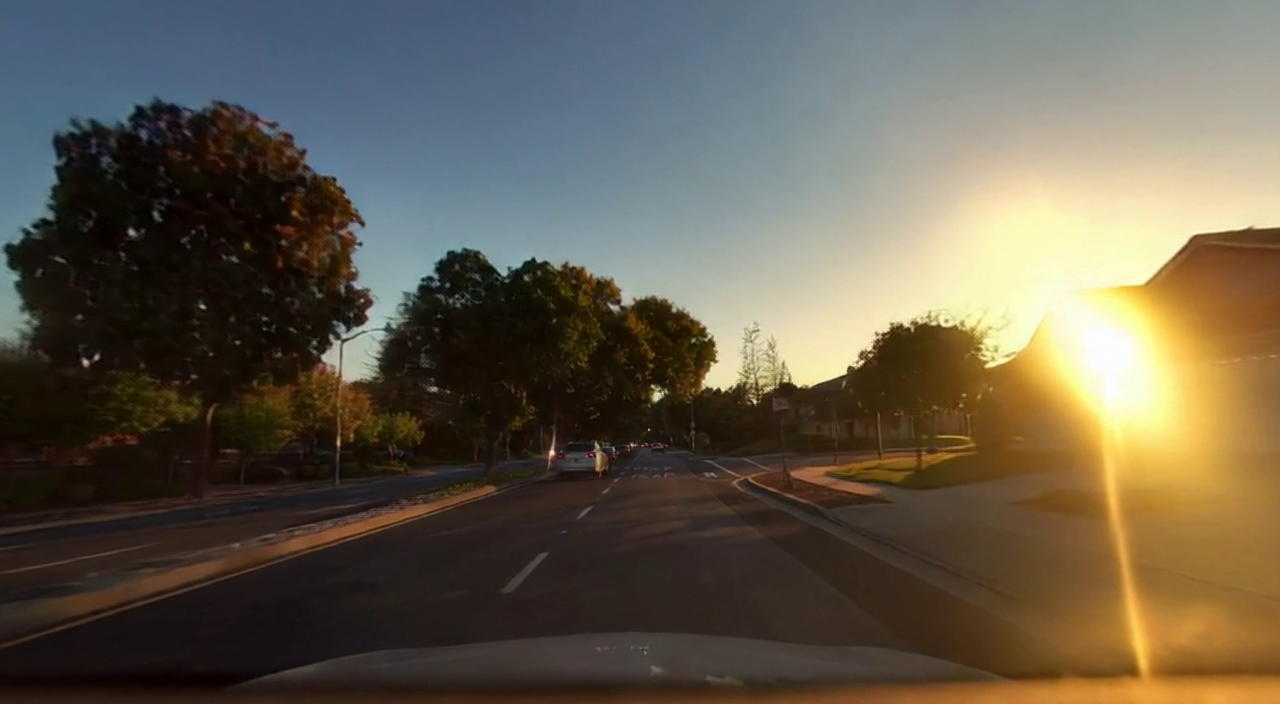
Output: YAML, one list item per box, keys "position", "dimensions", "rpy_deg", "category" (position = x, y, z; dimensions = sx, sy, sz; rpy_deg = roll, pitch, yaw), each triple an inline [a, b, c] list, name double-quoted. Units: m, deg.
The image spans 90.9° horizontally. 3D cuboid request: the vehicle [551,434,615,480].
- position: [-2.312, 4.405, 26.703]
  dimensions: [2.190, 1.766, 4.394]
  rpy_deg: [0, -8, 2]
  category: "vehicle"
